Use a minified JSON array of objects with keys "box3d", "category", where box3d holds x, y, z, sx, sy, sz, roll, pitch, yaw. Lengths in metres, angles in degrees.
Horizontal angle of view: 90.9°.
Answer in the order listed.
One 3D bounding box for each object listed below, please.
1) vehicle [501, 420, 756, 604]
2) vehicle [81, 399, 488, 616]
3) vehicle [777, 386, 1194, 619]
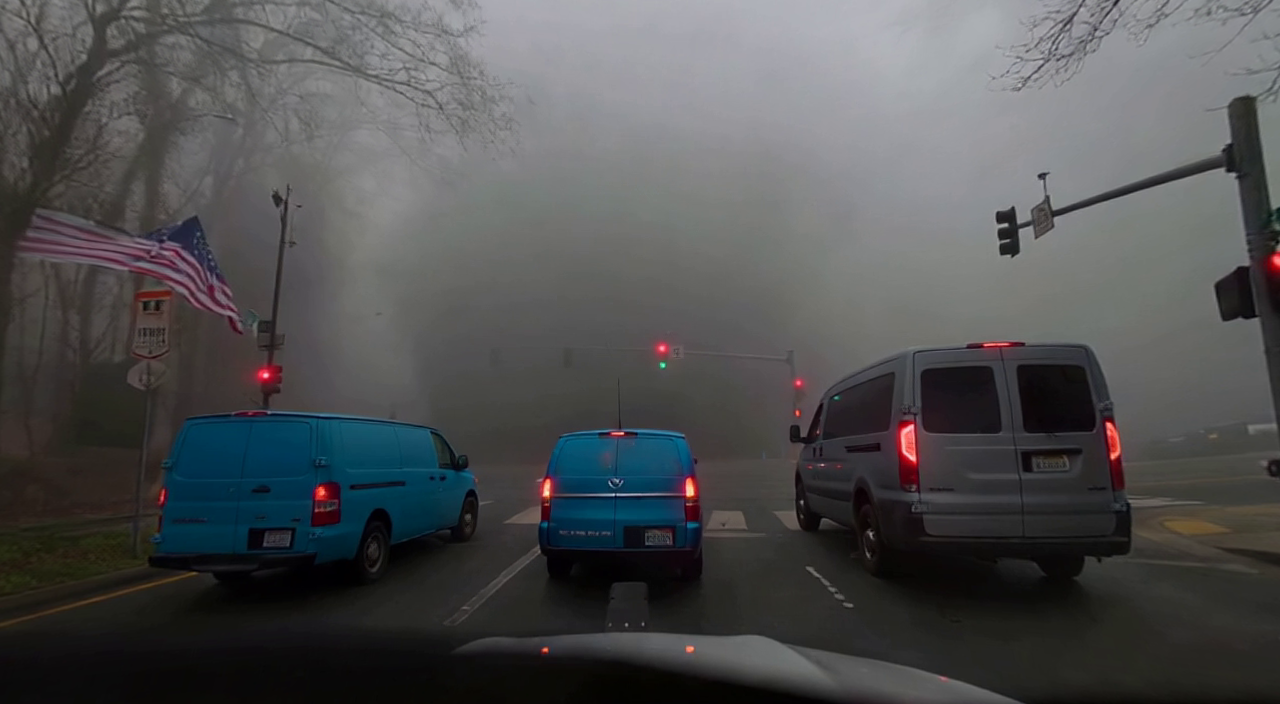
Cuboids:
[{"box3d":[-0.143,1.632,7.326,2.098,1.494,4.118,0,-9,-1],"category":"vehicle"},{"box3d":[-3.310,1.522,7.040,2.024,1.677,3.998,-1,-9,3],"category":"vehicle"},{"box3d":[3.090,1.465,7.034,2.178,1.746,4.400,0,-9,1],"category":"vehicle"}]
